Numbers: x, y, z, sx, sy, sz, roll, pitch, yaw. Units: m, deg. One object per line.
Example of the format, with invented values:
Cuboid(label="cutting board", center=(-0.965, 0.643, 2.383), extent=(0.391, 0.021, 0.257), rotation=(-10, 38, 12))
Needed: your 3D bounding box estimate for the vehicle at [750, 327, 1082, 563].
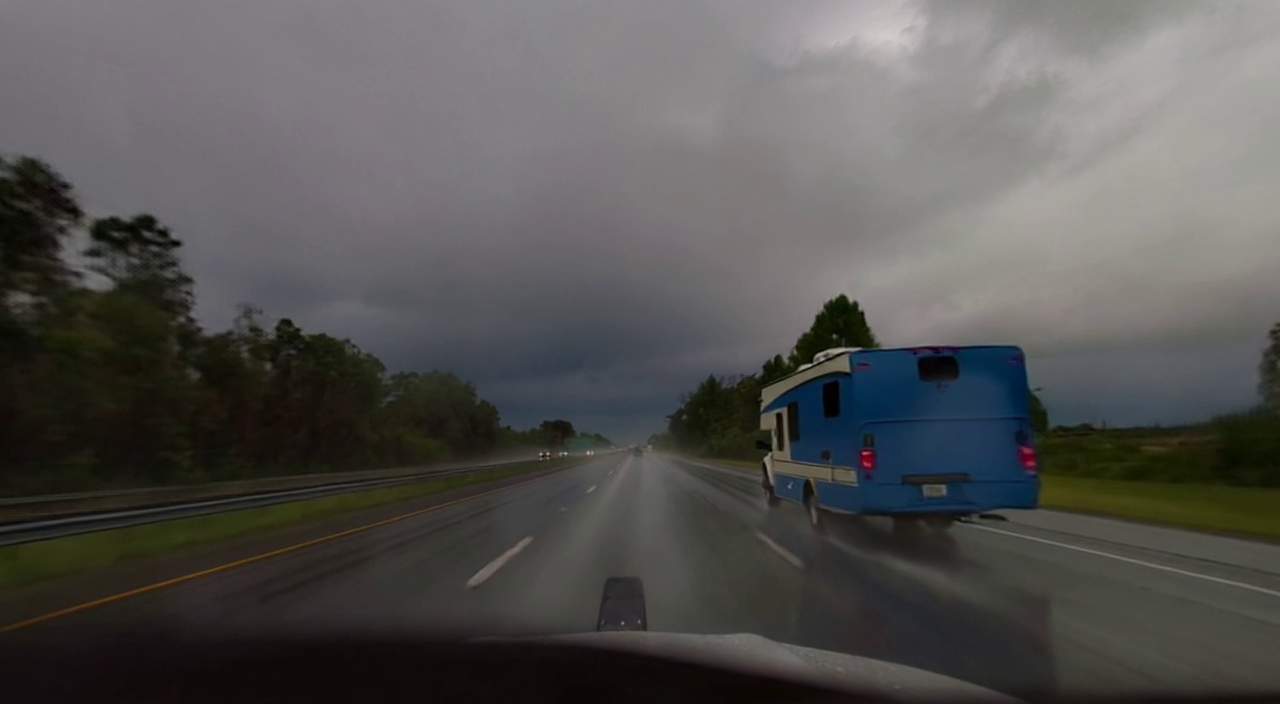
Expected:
Cuboid(label="vehicle", center=(3.771, 1.549, 10.582), extent=(2.556, 2.763, 6.287), rotation=(0, -9, -1))
